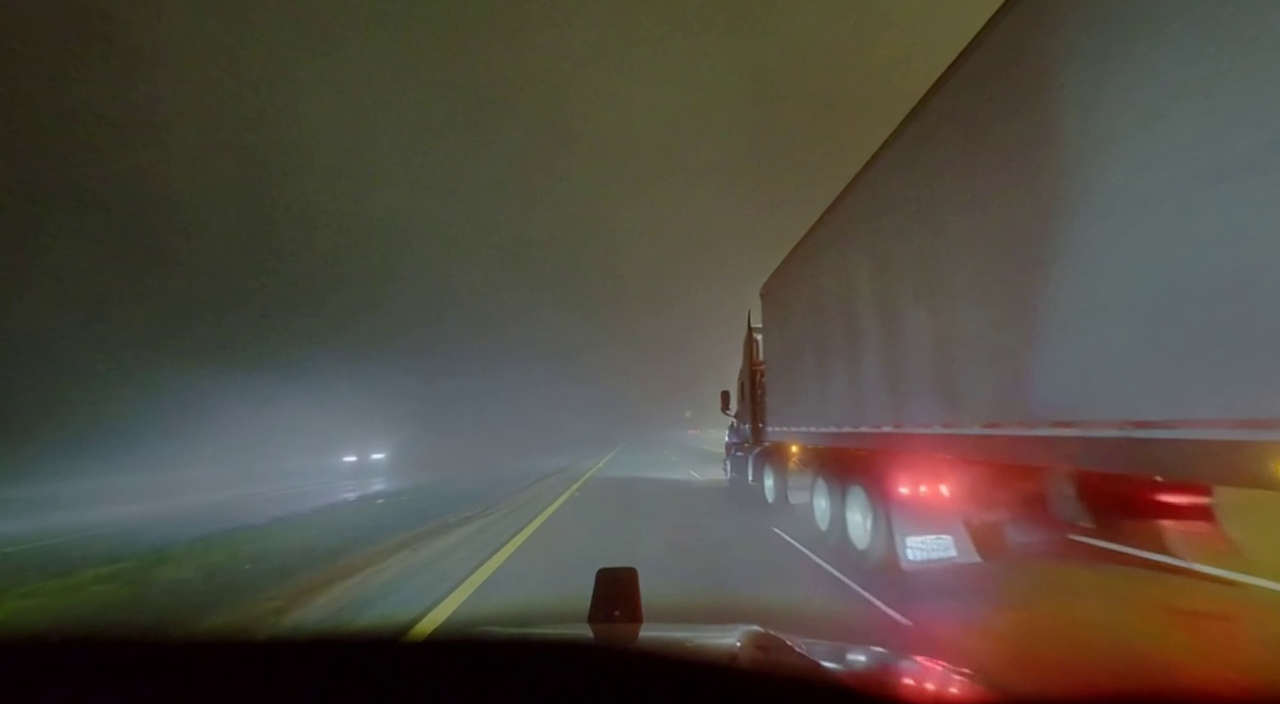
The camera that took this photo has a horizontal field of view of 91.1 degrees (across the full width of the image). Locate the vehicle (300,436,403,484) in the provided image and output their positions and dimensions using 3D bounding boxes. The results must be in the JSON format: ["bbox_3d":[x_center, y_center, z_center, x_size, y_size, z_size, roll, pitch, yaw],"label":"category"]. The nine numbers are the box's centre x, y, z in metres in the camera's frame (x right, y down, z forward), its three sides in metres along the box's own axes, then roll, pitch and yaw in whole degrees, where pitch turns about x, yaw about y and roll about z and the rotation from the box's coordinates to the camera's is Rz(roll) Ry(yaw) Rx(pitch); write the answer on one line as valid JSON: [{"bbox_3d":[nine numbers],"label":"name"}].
[{"bbox_3d":[-11.069,4.136,24.491,1.915,1.668,4.330,0,-8,1],"label":"vehicle"}]

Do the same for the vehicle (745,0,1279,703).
[{"bbox_3d":[3.737,0.398,7.660,3.023,3.885,10.073,0,-8,-1],"label":"vehicle"}]
